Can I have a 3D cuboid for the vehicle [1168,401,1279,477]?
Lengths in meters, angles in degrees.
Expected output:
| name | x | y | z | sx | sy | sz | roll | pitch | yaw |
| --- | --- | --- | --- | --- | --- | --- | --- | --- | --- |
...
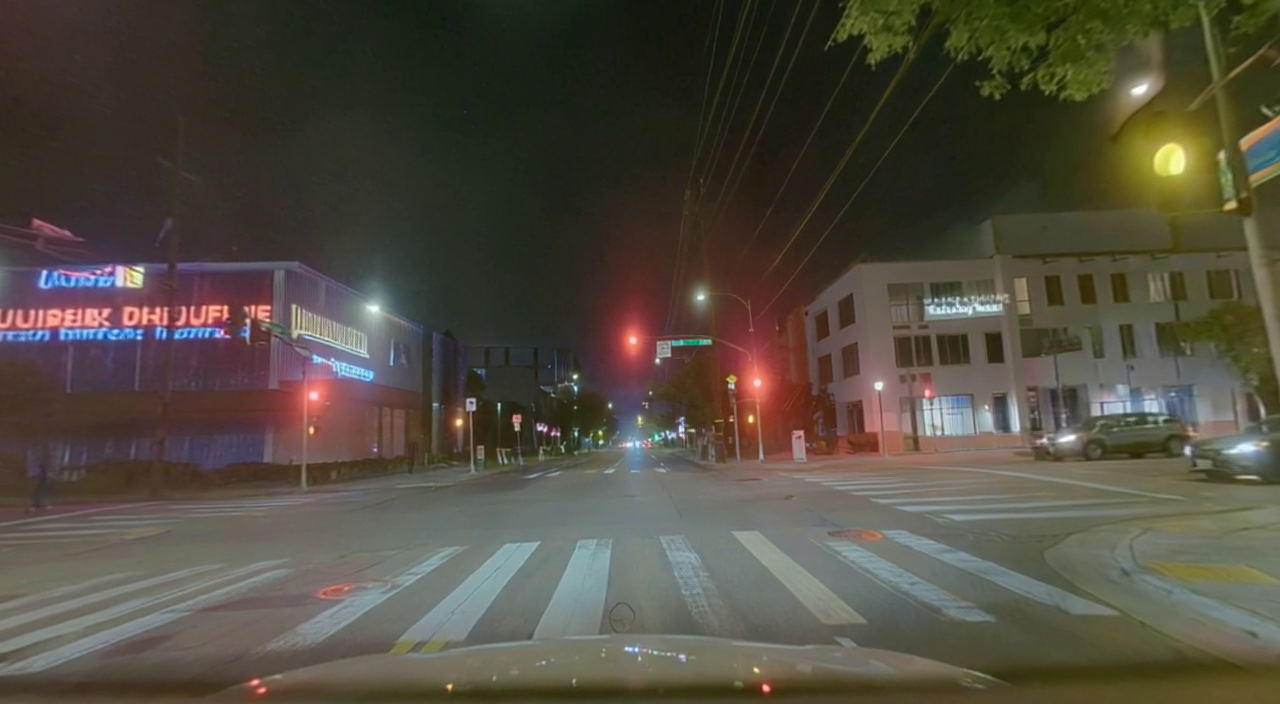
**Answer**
| name | x | y | z | sx | sy | sz | roll | pitch | yaw |
| --- | --- | --- | --- | --- | --- | --- | --- | --- | --- |
| vehicle | 14.438 | 1.855 | 13.450 | 4.632 | 1.484 | 1.907 | 0 | -8 | -1 |
